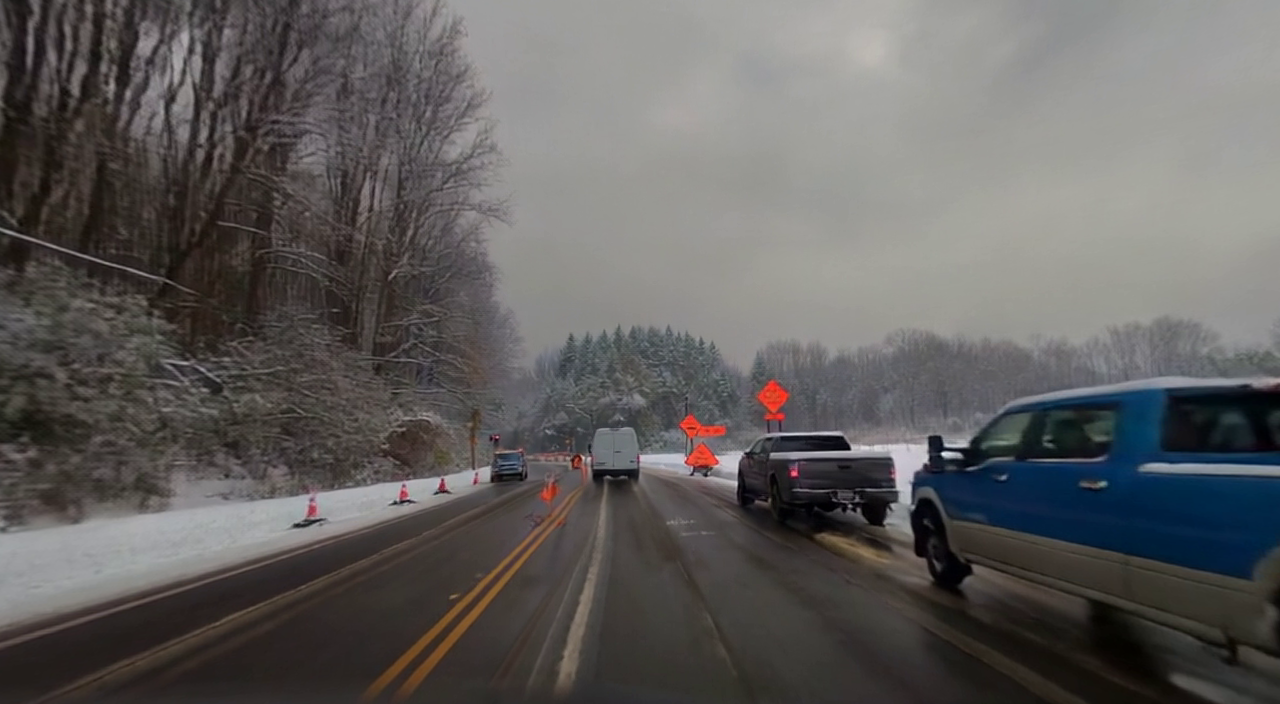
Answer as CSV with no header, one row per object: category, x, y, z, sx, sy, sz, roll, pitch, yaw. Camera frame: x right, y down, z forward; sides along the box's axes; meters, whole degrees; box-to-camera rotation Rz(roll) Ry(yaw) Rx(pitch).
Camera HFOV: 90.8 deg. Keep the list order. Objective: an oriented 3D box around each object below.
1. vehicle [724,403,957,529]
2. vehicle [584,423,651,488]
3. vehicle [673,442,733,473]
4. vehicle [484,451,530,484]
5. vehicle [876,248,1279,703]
vehicle,3.581,2.285,13.303,2.415,1.932,6.910,0,-9,-2
vehicle,-0.972,3.985,24.582,2.362,2.247,4.892,1,-9,-4
vehicle,3.007,5.170,30.935,2.277,1.299,3.889,-2,-9,-3
vehicle,-7.368,6.400,35.356,1.992,1.712,4.504,1,-9,-6
vehicle,4.203,0.822,4.215,2.613,2.153,6.713,0,-9,0
